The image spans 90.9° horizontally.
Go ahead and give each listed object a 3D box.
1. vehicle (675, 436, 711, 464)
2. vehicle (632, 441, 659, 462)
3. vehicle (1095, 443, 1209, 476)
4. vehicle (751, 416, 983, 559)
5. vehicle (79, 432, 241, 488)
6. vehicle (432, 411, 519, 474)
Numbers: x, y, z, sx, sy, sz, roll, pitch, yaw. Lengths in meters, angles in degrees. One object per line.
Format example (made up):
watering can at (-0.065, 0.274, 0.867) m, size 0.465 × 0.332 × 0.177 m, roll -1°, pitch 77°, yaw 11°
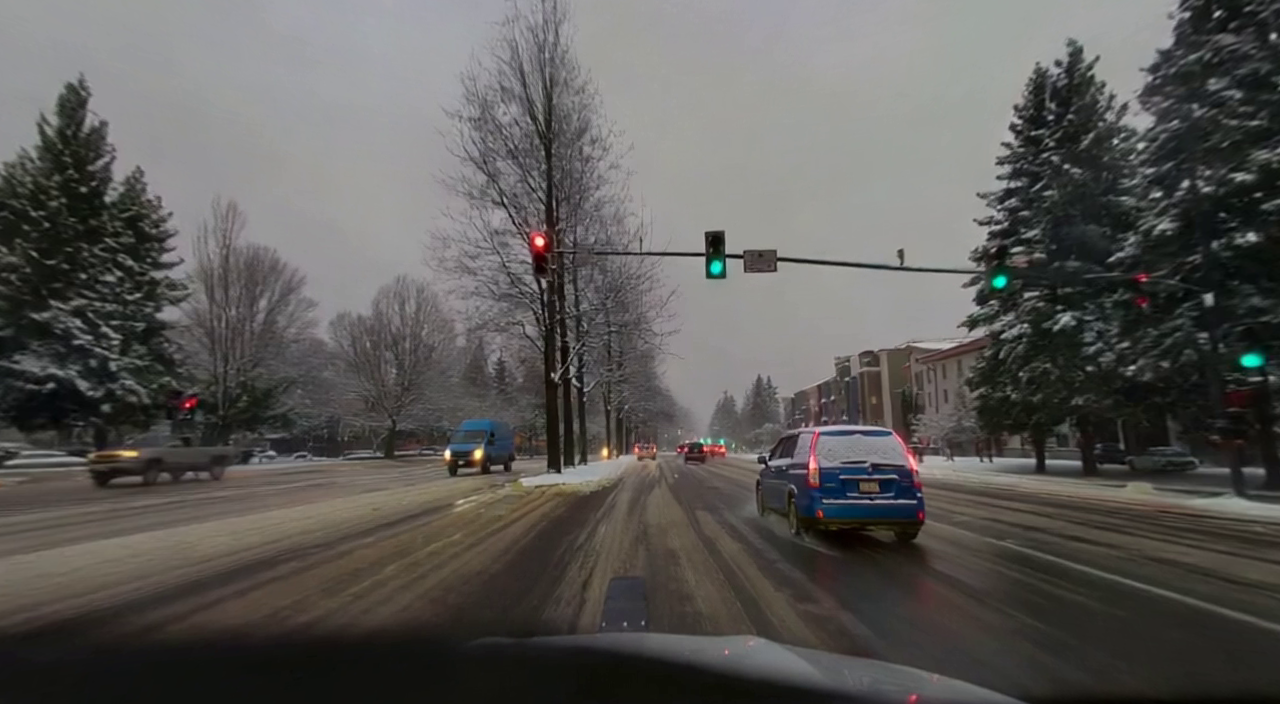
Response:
vehicle at (3.730, 6.969, 44.802) m, size 2.154 × 1.844 × 4.634 m, roll 0°, pitch -8°, yaw 0°
vehicle at (0.396, 7.653, 48.575) m, size 1.991 × 1.477 × 3.814 m, roll 0°, pitch -8°, yaw 1°
vehicle at (27.968, 5.863, 34.680) m, size 2.070 × 1.687 × 4.705 m, roll 1°, pitch -8°, yaw -4°
vehicle at (2.973, 1.855, 9.302) m, size 1.901 × 1.634 × 3.952 m, roll 0°, pitch -8°, yaw 0°
vehicle at (-17.159, 3.883, 22.940) m, size 2.053 × 1.797 × 4.750 m, roll 0°, pitch -8°, yaw 1°
vehicle at (-8.358, 4.759, 33.004) m, size 2.524 × 2.885 × 6.868 m, roll 1°, pitch -8°, yaw 1°
